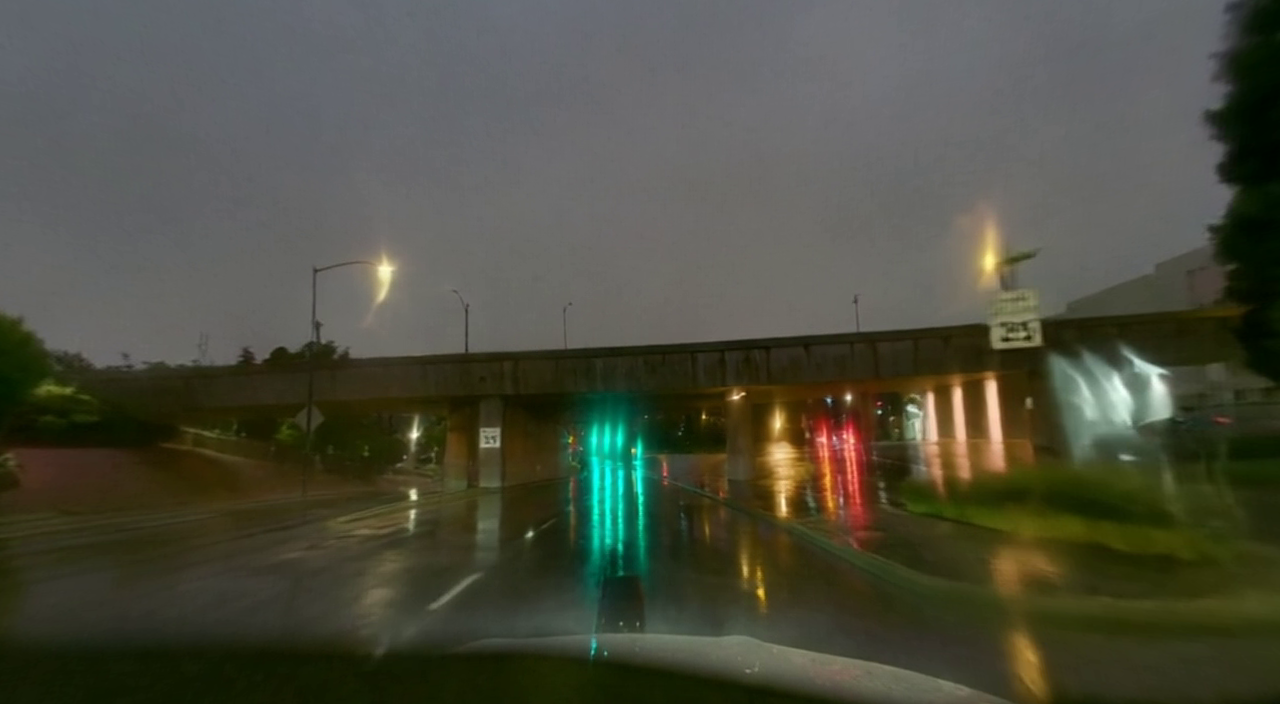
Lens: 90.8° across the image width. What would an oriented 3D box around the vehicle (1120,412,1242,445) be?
[{"bbox_3d":[25.311,3.635,29.790,1.931,1.465,4.207,0,-8,-3],"label":"vehicle"}]
